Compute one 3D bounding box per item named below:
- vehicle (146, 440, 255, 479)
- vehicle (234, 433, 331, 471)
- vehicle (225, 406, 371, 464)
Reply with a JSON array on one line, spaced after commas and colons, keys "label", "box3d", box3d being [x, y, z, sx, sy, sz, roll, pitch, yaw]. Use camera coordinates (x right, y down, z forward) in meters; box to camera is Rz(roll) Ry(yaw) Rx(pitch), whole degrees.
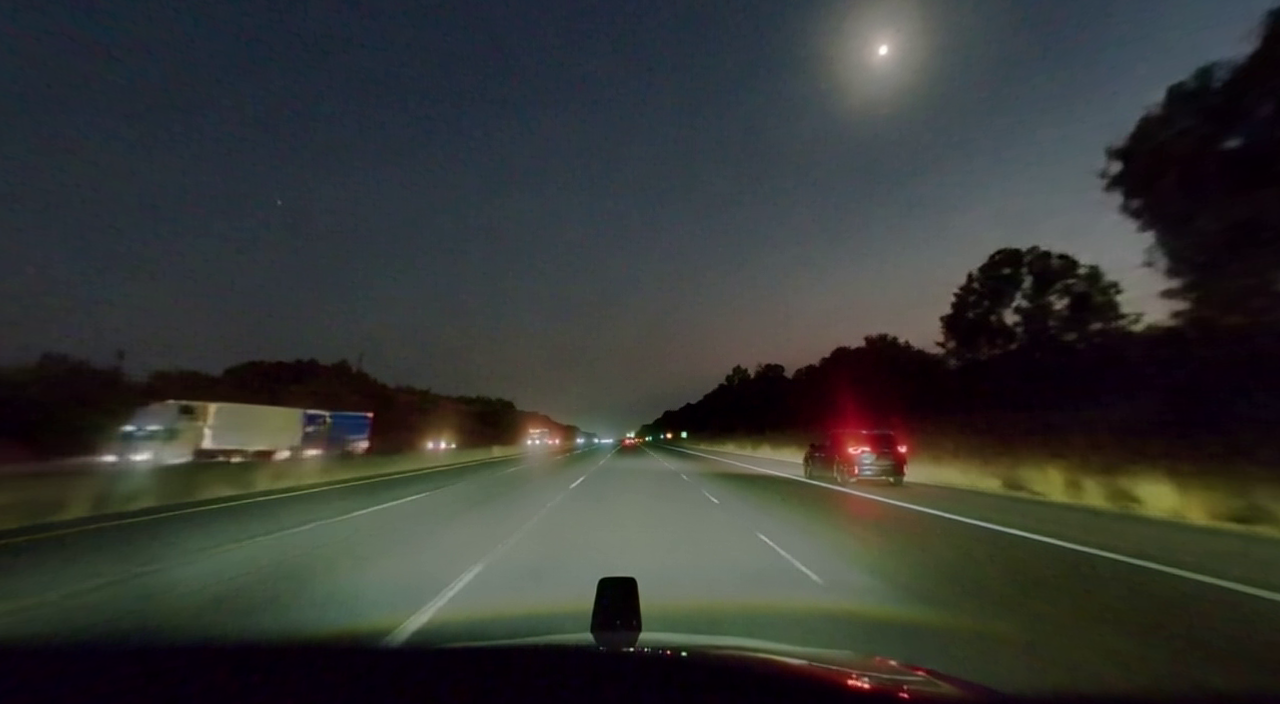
[{"label": "vehicle", "box3d": [-19.467, 4.742, 28.120, 1.882, 1.540, 4.180, 0, -8, -1]}, {"label": "vehicle", "box3d": [-15.948, 4.459, 28.343, 1.909, 1.534, 4.298, 0, -8, -2]}, {"label": "vehicle", "box3d": [-23.690, 5.957, 44.990, 3.162, 3.528, 13.512, 0, -8, -1]}]
